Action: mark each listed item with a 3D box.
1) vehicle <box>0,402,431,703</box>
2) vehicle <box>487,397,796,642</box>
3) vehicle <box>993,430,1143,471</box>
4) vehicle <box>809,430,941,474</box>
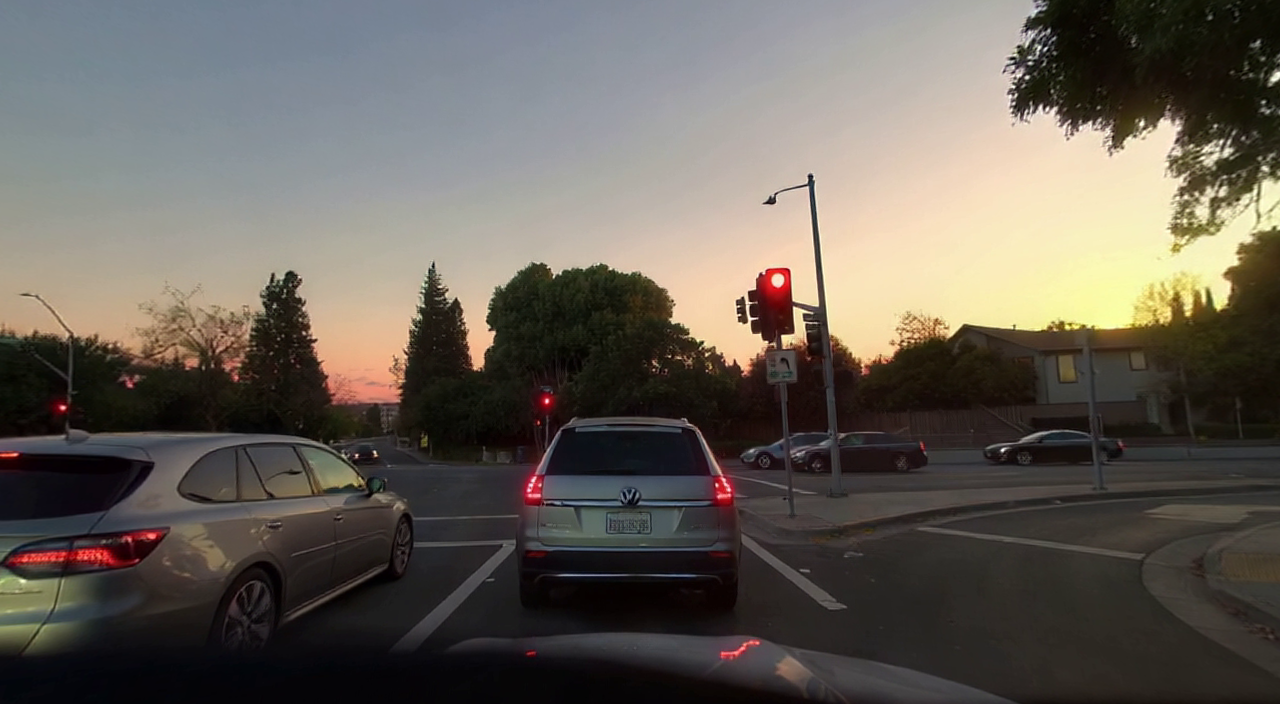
[{"bbox_3d":[-3.284,1.271,4.693,2.035,1.492,4.415,0,-9,-1],"label":"vehicle"},{"bbox_3d":[-0.130,1.468,6.552,2.154,1.670,4.140,1,-9,-4],"label":"vehicle"},{"bbox_3d":[17.625,4.090,26.241,4.670,1.616,1.926,-1,-9,6],"label":"vehicle"},{"bbox_3d":[9.927,4.277,27.089,4.887,1.769,2.035,-1,-9,6],"label":"vehicle"}]
